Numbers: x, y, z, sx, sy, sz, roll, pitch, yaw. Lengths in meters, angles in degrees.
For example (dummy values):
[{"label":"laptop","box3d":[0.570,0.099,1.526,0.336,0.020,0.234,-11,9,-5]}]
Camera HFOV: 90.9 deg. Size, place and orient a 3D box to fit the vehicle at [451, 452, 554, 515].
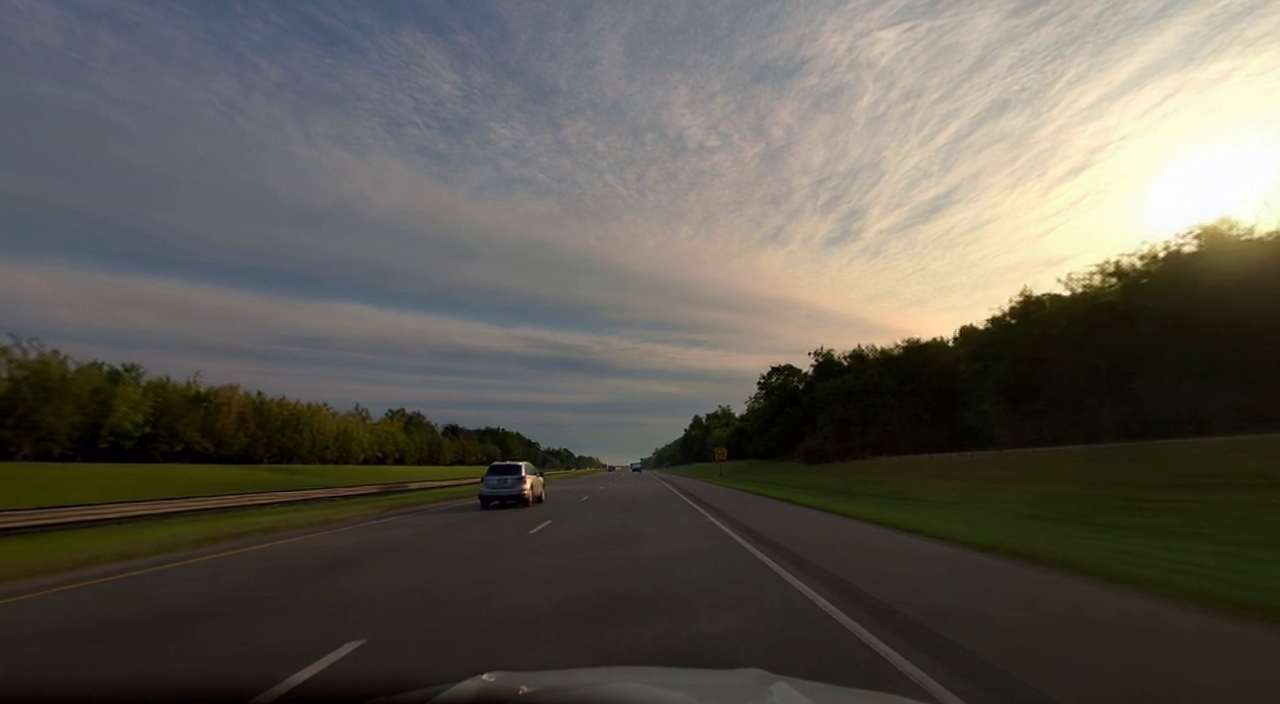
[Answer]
[{"label":"vehicle","box3d":[-3.937,3.903,18.981,1.928,1.593,4.871,1,-10,1]}]
